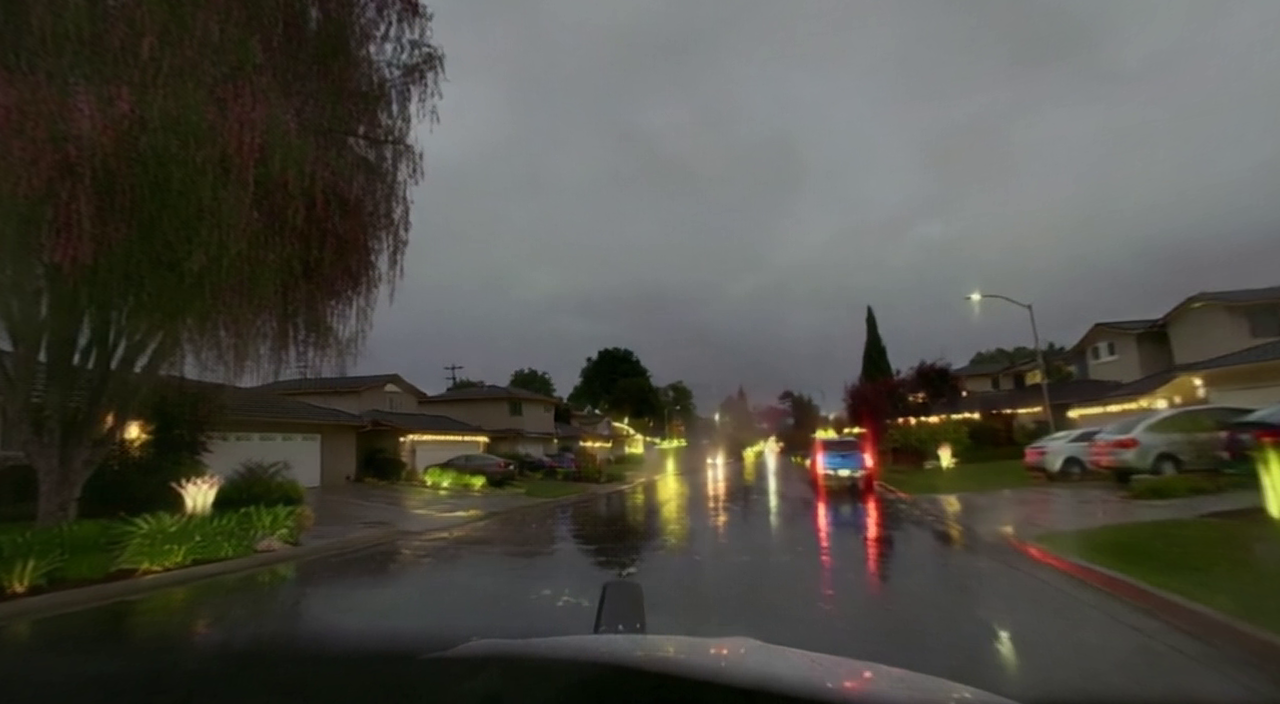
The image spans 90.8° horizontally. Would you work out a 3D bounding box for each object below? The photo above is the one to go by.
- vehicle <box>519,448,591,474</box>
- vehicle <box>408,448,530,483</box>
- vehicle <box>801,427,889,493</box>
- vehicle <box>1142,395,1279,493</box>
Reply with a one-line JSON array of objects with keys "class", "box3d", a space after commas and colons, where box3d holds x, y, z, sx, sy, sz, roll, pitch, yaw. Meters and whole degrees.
[{"class": "vehicle", "box3d": [-5.541, 7.120, 41.408, 4.319, 1.605, 1.770, -2, -9, 9]}, {"class": "vehicle", "box3d": [-7.528, 5.008, 28.002, 4.916, 1.485, 1.807, -2, -9, 11]}, {"class": "vehicle", "box3d": [7.208, 3.805, 22.608, 2.552, 2.024, 5.414, -3, -9, 16]}, {"class": "vehicle", "box3d": [11.304, 1.513, 10.501, 4.055, 1.521, 1.948, -3, -9, 14]}]
